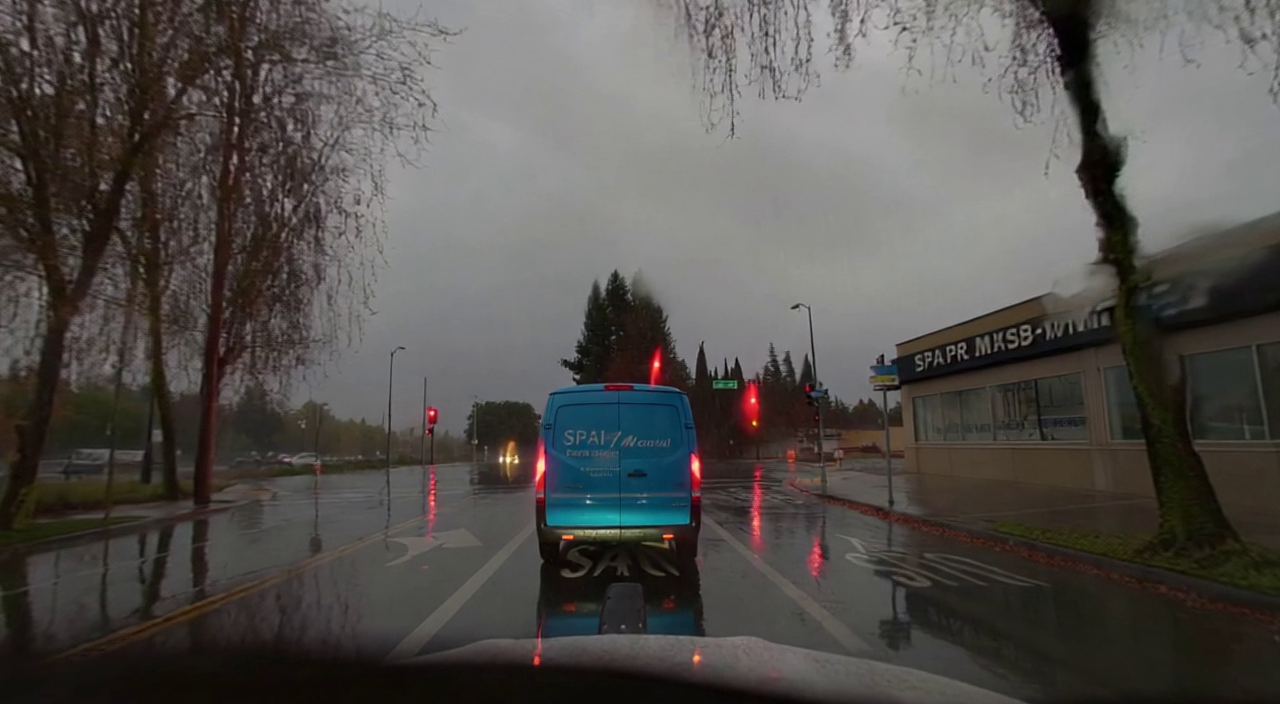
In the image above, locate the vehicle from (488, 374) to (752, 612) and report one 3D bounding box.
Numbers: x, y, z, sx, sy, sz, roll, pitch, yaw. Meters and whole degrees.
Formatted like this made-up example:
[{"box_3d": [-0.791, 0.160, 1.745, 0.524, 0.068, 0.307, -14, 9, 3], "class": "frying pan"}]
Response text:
[{"box_3d": [-0.296, 1.465, 7.290, 2.181, 1.949, 3.932, 1, -9, -4], "class": "vehicle"}]
